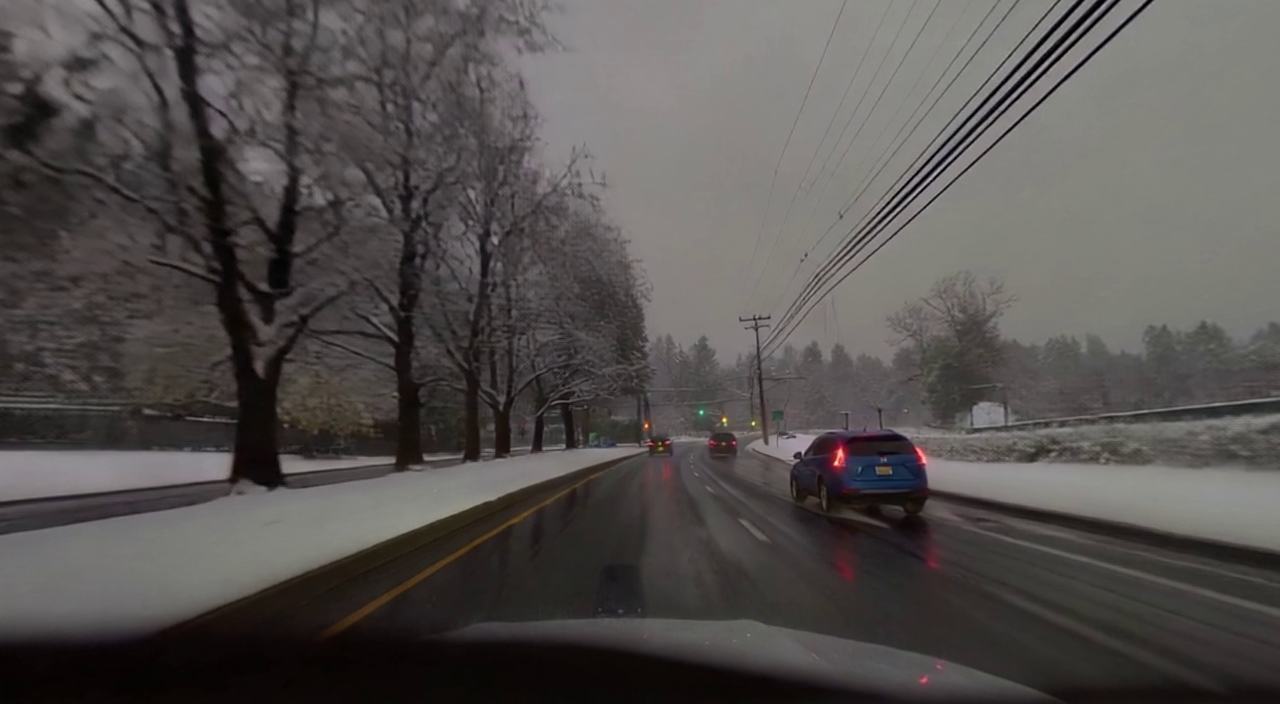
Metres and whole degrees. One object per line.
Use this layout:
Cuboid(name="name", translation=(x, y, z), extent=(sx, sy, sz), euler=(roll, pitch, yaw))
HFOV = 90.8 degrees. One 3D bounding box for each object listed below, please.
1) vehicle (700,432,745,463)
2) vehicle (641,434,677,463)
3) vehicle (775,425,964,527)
Cuboid(name="vehicle", translation=(5.269, 6.157, 40.854), extent=(2.254, 1.840, 4.918), euler=(-1, -9, 1))
Cuboid(name="vehicle", translation=(1.285, 6.212, 40.664), extent=(2.163, 1.746, 4.073), euler=(-1, -9, 3))
Cuboid(name="vehicle", translation=(3.940, 2.202, 11.753), extent=(1.881, 1.512, 4.294), euler=(-1, -9, 0))
